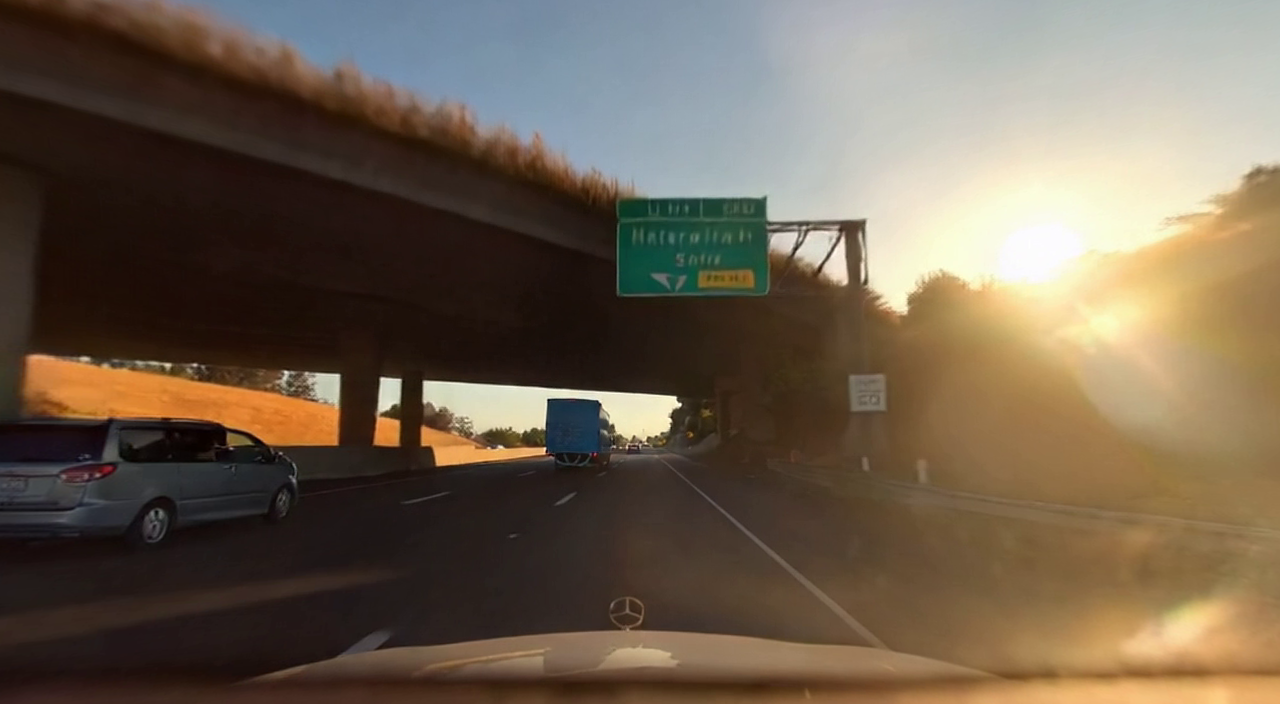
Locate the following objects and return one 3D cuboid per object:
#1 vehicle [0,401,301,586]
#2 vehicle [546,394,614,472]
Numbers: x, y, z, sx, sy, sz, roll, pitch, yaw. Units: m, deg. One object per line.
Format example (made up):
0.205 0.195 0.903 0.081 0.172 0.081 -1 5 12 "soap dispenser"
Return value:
-7.437 1.809 9.066 2.175 1.860 5.236 0 -8 0 "vehicle"
-3.456 5.363 40.722 2.893 4.073 15.281 0 -8 0 "vehicle"
